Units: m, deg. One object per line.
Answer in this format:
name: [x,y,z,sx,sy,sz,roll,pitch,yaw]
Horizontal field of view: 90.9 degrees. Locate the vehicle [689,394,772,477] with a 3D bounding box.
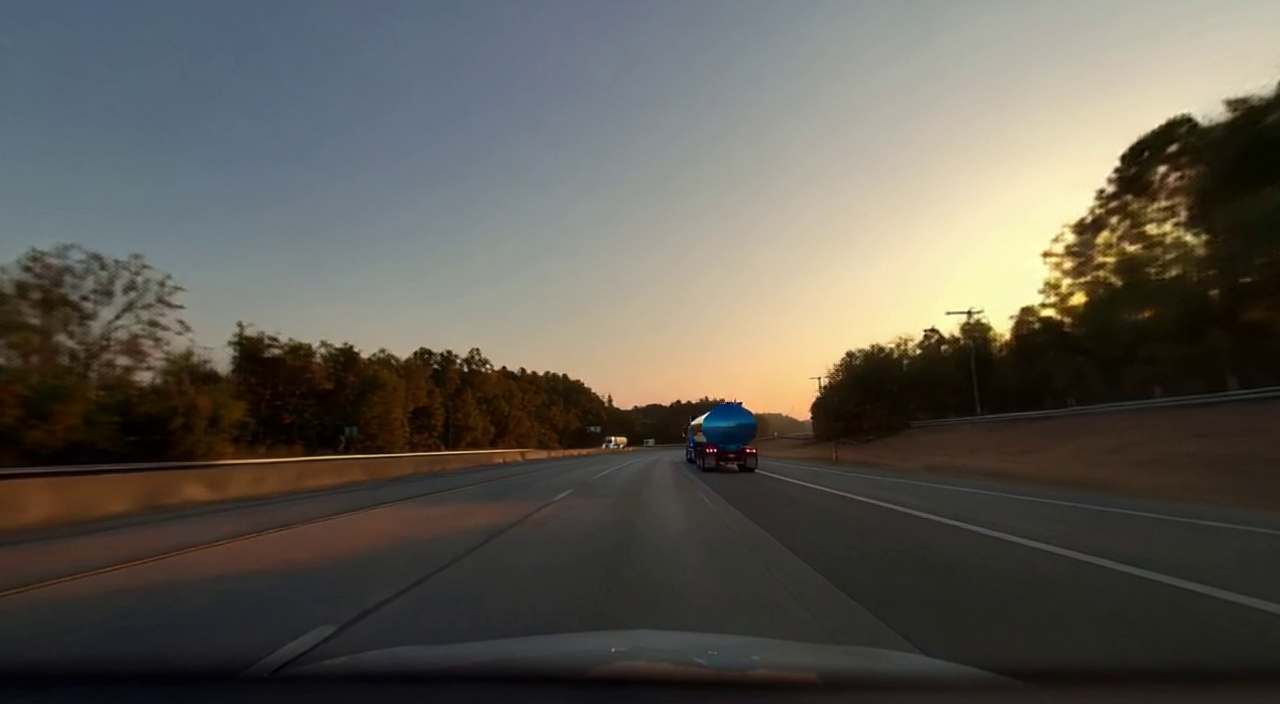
vehicle: [4.538,4.726,35.088,2.880,3.624,14.397,-1,-8,2]
